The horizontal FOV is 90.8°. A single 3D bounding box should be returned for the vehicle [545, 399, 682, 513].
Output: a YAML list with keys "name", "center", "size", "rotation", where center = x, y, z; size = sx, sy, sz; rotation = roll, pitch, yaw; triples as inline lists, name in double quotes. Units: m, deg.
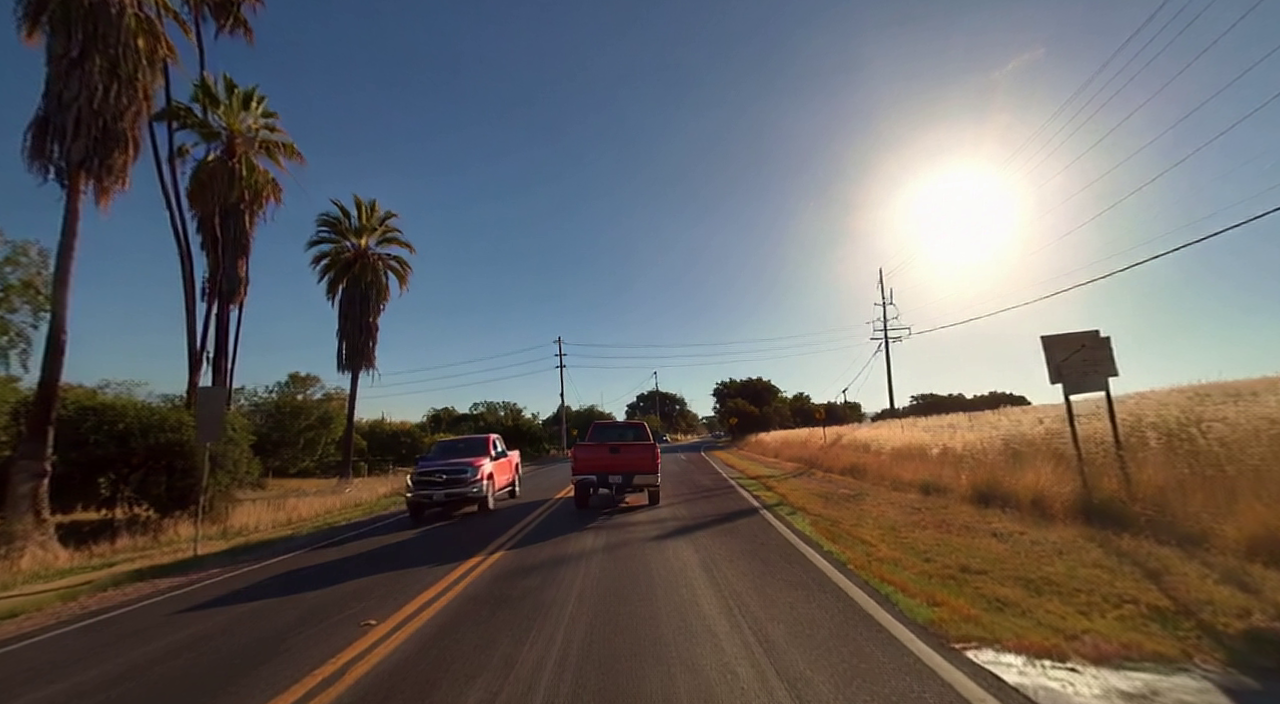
- name: "vehicle"
  center: [-0.571, 2.493, 15.475]
  size: [2.693, 2.223, 5.885]
  rotation: [0, -9, -1]

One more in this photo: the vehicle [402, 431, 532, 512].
- name: "vehicle"
  center: [-4.411, 3.127, 17.049]
  size: [2.128, 1.834, 4.877]
  rotation: [0, -9, 0]
